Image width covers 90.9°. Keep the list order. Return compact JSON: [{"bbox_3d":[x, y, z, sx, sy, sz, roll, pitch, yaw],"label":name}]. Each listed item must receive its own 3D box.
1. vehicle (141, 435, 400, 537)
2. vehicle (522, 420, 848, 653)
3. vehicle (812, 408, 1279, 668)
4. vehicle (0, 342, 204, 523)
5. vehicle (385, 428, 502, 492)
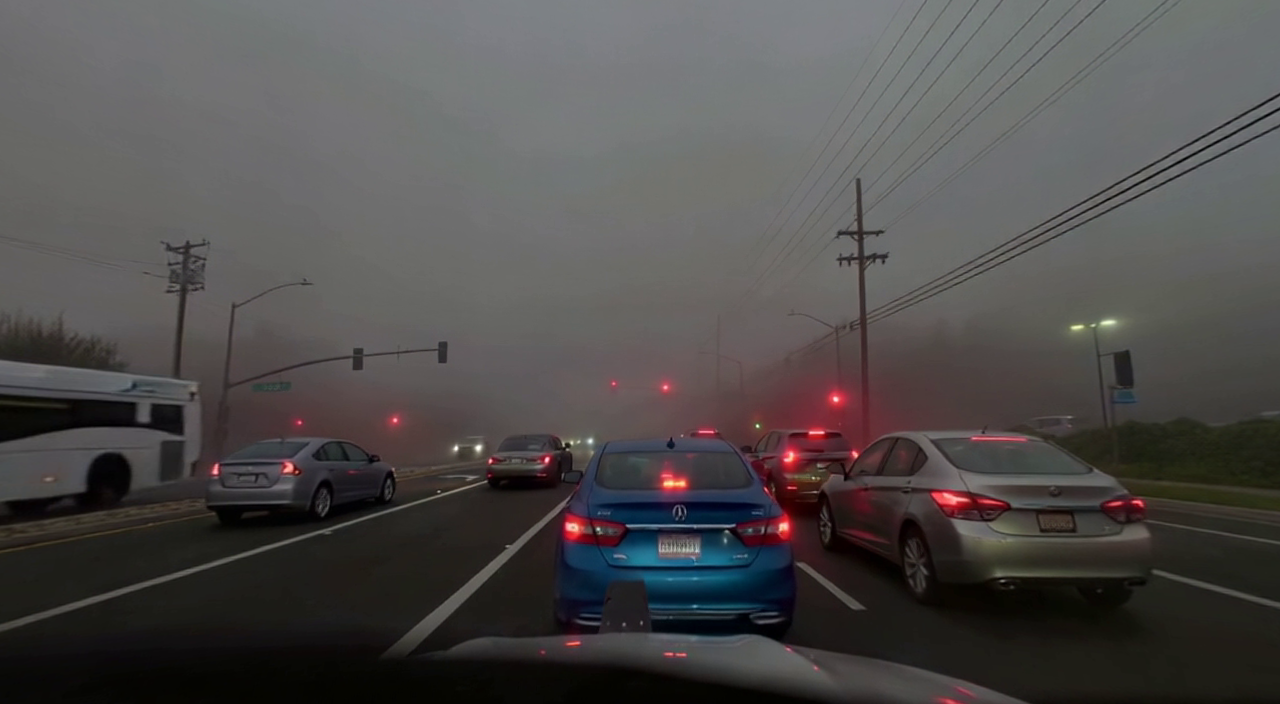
[{"bbox_3d":[-6.394,2.335,11.748,1.955,1.497,4.639,-1,-8,1],"label":"vehicle"},{"bbox_3d":[0.289,1.493,6.155,2.109,1.483,3.964,0,-8,0],"label":"vehicle"},{"bbox_3d":[3.140,1.407,5.877,1.870,1.523,4.096,0,-8,0],"label":"vehicle"},{"bbox_3d":[-13.806,1.435,11.227,3.005,3.443,12.583,-1,-8,1],"label":"vehicle"},{"bbox_3d":[-6.255,3.514,20.894,2.070,1.824,5.196,-1,-8,2],"label":"vehicle"}]
